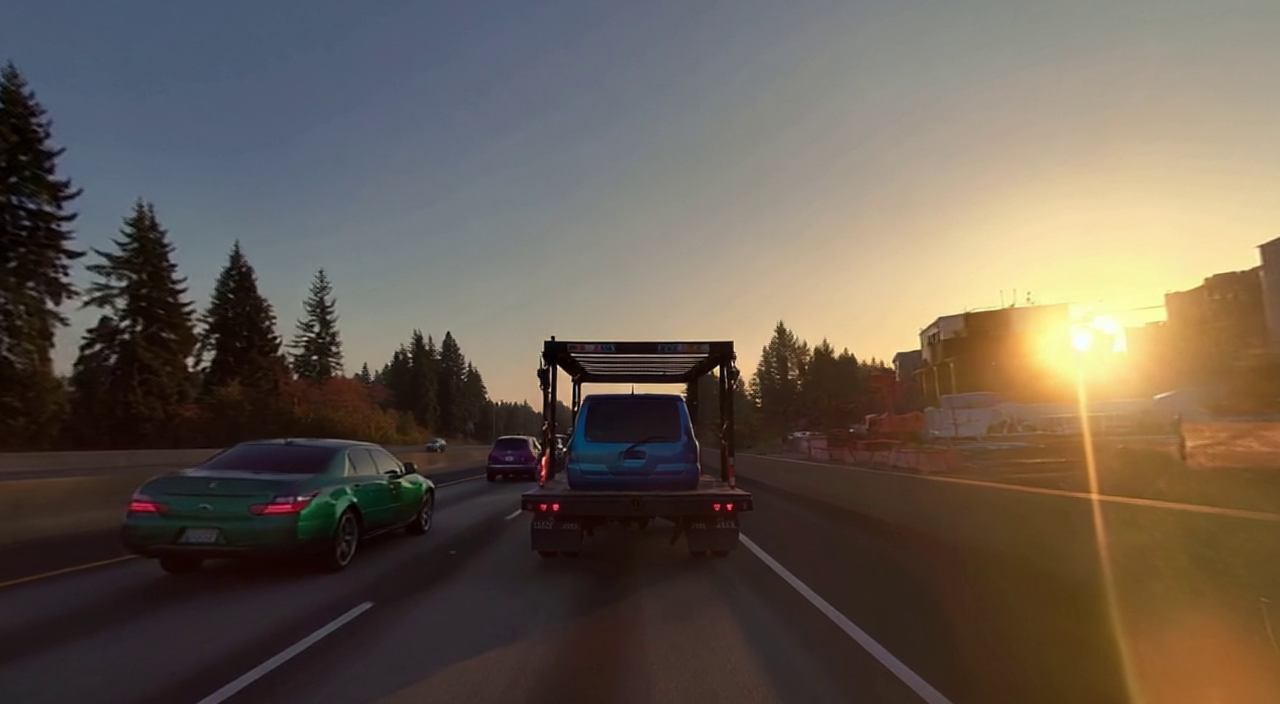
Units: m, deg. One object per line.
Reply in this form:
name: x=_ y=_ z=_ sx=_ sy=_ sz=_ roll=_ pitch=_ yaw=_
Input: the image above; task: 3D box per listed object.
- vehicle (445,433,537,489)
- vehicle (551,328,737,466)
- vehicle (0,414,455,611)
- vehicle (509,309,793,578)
vehicle: x=-4.826 y=3.613 z=21.211 sx=2.057 sy=1.665 sz=4.572 roll=0 pitch=-9 yaw=-1
vehicle: x=-0.089 y=0.870 z=9.709 sx=2.156 sy=1.604 sz=4.680 roll=0 pitch=-9 yaw=-3
vehicle: x=-3.982 y=1.622 z=7.447 sx=2.155 sy=1.513 sz=4.964 roll=0 pitch=-9 yaw=-1
vehicle: x=-0.199 y=1.652 z=11.392 sx=2.735 sy=2.597 sz=10.435 roll=1 pitch=-9 yaw=-4
